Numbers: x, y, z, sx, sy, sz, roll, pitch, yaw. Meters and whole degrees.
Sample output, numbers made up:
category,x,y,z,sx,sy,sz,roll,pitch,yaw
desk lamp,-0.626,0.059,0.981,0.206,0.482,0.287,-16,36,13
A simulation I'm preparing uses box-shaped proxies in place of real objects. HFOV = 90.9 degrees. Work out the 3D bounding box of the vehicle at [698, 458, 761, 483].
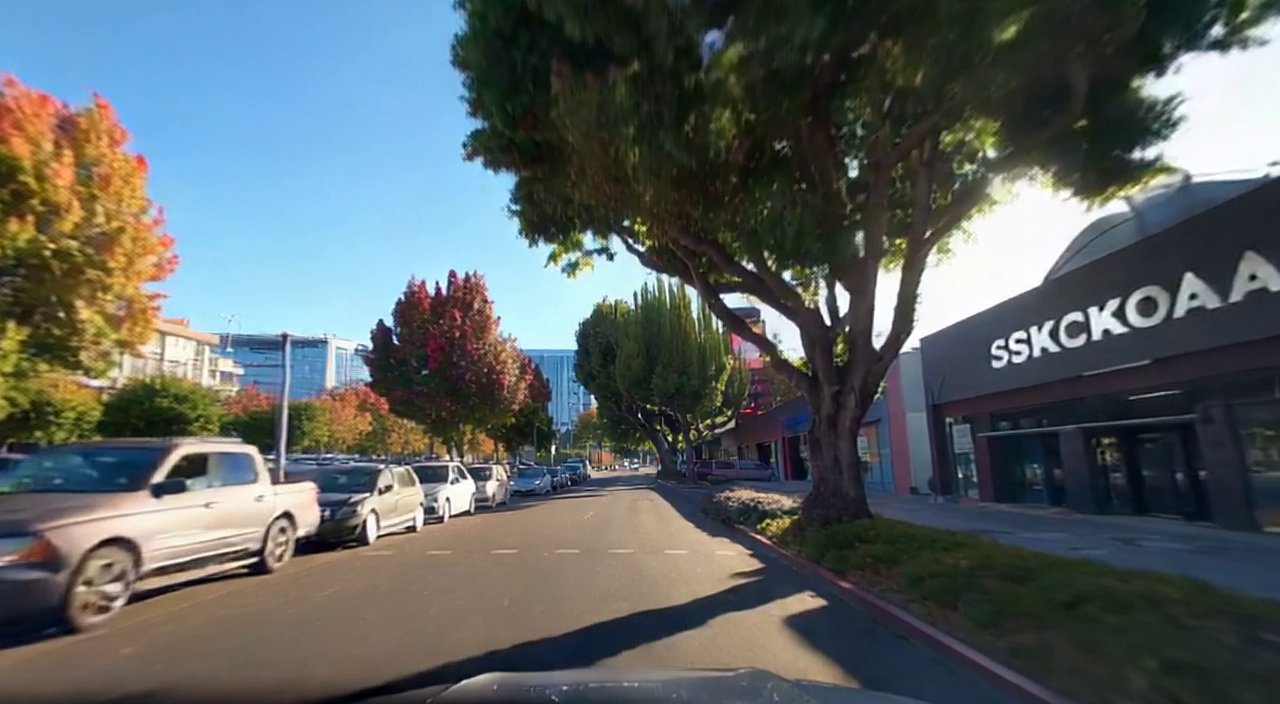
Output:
category,x,y,z,sx,sy,sz,roll,pitch,yaw
vehicle,6.330,8.448,44.953,4.193,1.665,1.924,1,-11,-1

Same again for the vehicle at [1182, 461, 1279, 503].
category,x,y,z,sx,sy,sz,roll,pitch,yaw
vehicle,25.678,5.471,26.831,1.698,1.489,3.599,-2,-9,-4

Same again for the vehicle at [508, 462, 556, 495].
category,x,y,z,sx,sy,sz,roll,pitch,yaw
vehicle,-5.814,6.926,34.543,1.832,1.623,4.424,1,-11,0

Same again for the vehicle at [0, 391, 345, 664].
category,x,y,z,sx,sy,sz,roll,pitch,yaw
vehicle,-5.856,1.790,7.461,2.196,2.001,5.548,1,-11,-3
